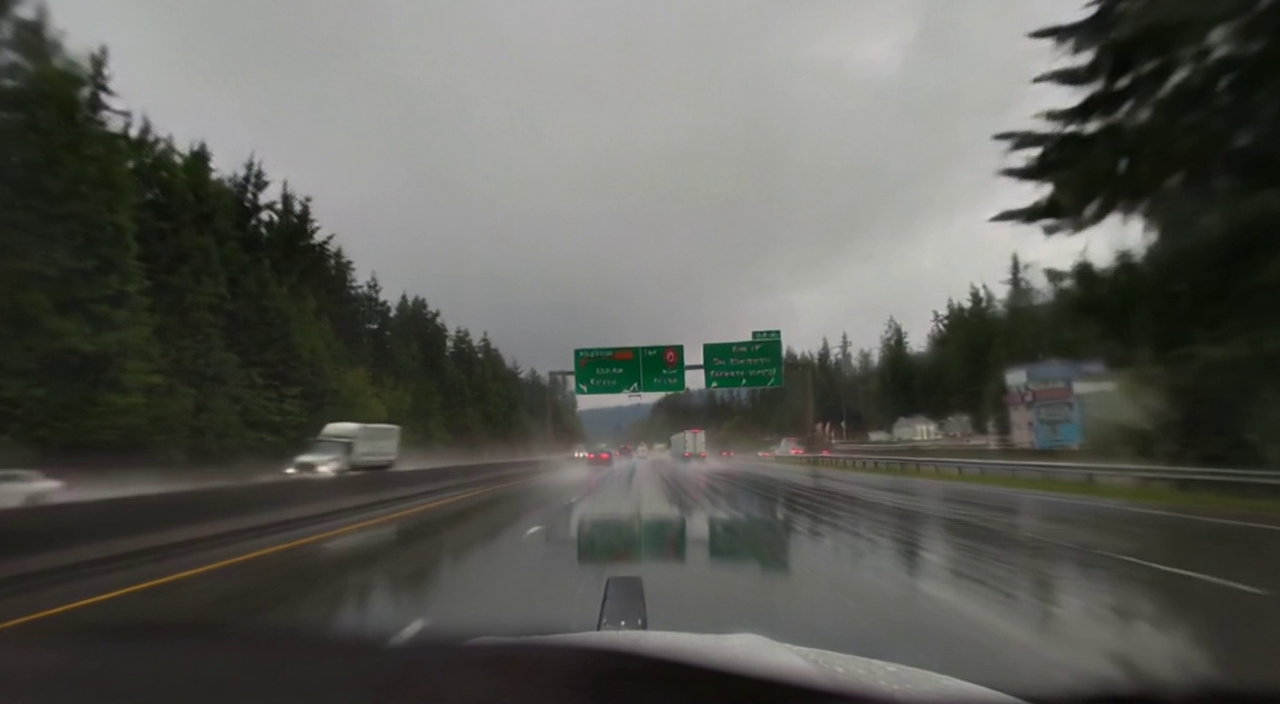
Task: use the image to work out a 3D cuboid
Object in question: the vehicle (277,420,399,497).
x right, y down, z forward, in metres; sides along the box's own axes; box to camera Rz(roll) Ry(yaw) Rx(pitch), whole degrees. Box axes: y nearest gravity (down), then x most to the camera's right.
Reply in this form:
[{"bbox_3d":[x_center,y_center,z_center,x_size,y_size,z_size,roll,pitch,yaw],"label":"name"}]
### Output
[{"bbox_3d":[-14.712,5.264,31.466,2.450,3.334,7.290,-1,-9,0],"label":"vehicle"}]
